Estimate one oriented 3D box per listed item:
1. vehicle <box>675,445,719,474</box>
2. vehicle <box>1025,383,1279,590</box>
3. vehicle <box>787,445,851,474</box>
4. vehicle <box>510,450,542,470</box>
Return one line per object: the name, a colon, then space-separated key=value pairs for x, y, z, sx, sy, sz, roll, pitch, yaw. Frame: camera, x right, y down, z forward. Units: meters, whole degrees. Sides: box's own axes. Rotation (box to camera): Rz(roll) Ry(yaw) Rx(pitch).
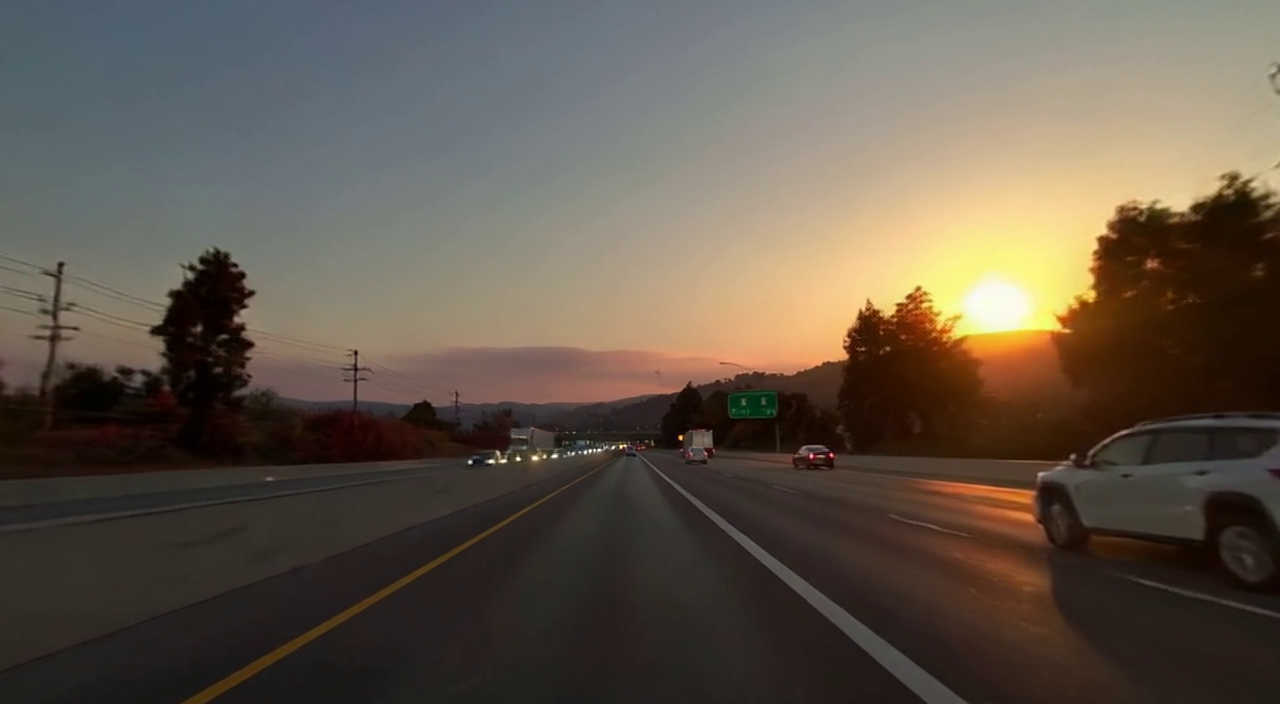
vehicle: x=3.214 y=6.162 z=36.446 sx=2.018 sy=1.600 sz=4.121 roll=0 pitch=-9 yaw=-2
vehicle: x=6.935 y=1.369 z=6.701 sx=2.244 sy=1.858 sz=5.414 roll=0 pitch=-9 yaw=0
vehicle: x=10.107 y=6.102 z=36.030 sx=1.987 sy=1.502 sz=5.130 roll=0 pitch=-9 yaw=-2
vehicle: x=-8.938 y=8.450 z=49.677 sx=1.798 sy=1.465 sz=3.431 roll=0 pitch=-9 yaw=1
